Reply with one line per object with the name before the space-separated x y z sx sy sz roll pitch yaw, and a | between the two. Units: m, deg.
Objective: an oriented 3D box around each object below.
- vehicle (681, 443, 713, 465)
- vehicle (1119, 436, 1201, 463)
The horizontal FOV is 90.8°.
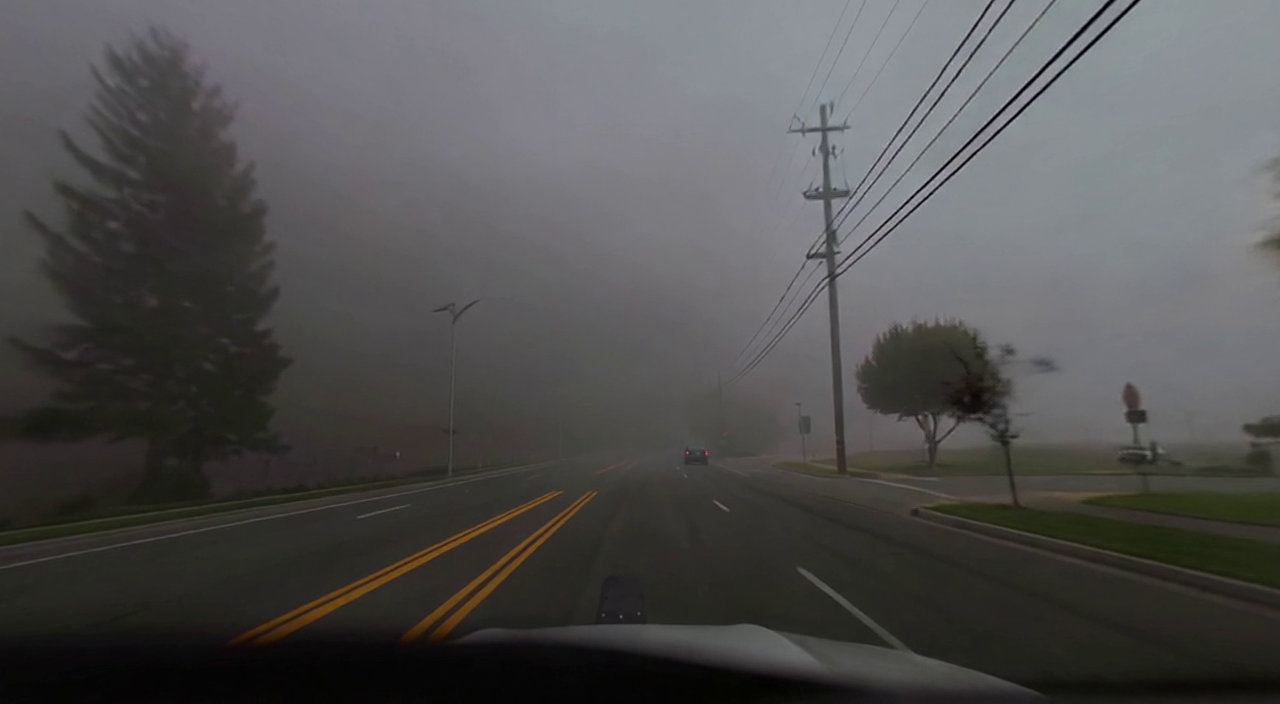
vehicle | 4.100 7.386 45.933 2.015 1.467 4.117 0 -8 1
vehicle | 28.800 5.421 35.174 1.751 1.408 4.127 -2 -9 12
